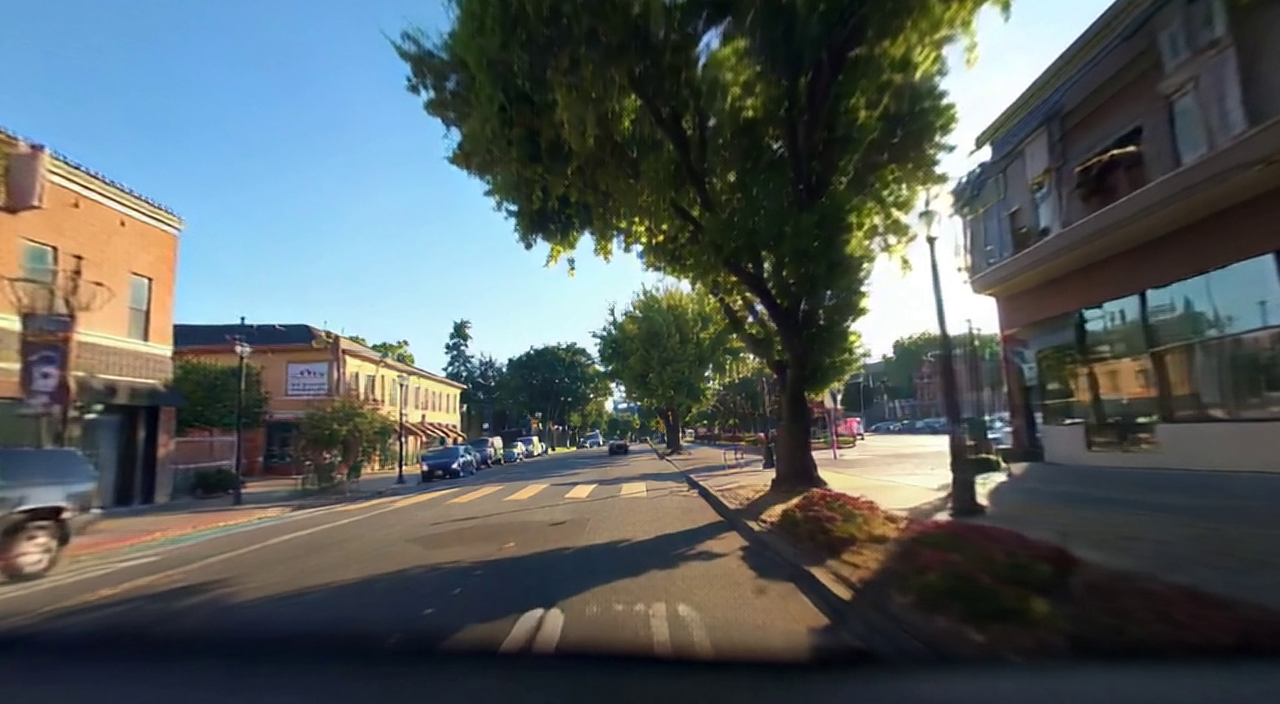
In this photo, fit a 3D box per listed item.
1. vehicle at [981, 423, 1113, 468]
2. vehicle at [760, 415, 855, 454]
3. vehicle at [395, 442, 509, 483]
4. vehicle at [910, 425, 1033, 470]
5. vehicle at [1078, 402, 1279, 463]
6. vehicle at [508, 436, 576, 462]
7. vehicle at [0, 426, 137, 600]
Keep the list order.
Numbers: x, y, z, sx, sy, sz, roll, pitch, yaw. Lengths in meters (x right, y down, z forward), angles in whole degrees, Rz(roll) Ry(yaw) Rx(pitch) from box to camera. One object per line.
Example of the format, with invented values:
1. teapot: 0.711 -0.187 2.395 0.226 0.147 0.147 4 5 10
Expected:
1. vehicle: 14.734 3.445 23.150 1.934 1.477 4.373 0 -8 0
2. vehicle: 10.867 5.375 41.075 5.453 1.794 2.011 -7 -6 -1
3. vehicle: -8.738 5.131 29.520 1.879 1.543 4.778 -13 -13 43
4. vehicle: 11.733 3.419 22.684 1.950 1.429 4.589 0 -8 0
5. vehicle: 19.483 3.023 23.216 2.266 1.971 5.467 1 -8 -6
6. vehicle: -6.993 6.977 45.470 2.050 1.758 4.585 -7 -11 41
7. vehicle: -7.481 1.600 5.900 1.950 1.743 4.312 -1 -7 0
